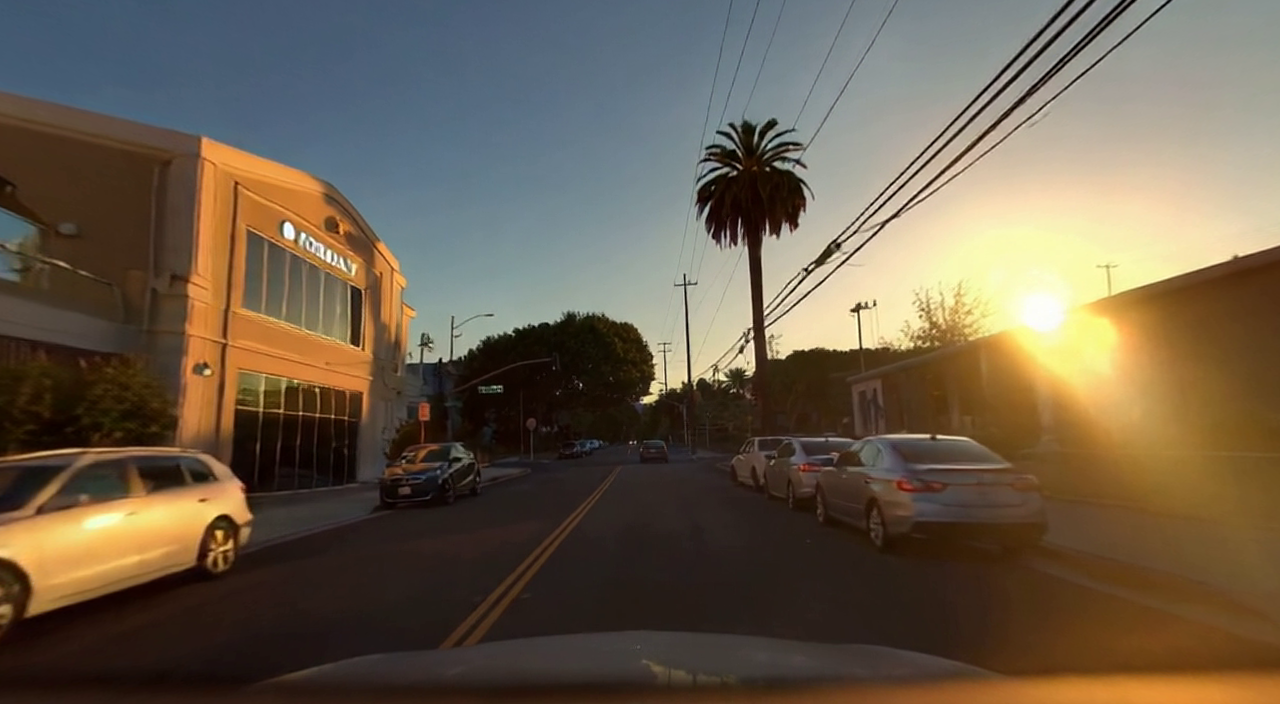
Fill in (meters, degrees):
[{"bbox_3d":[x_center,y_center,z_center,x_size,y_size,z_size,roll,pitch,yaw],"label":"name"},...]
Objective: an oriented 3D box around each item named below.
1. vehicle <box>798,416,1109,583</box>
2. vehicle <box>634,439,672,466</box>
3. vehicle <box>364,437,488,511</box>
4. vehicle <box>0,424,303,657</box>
[{"bbox_3d":[3.690,1.807,8.687,1.948,1.607,4.873,-1,-8,3],"label":"vehicle"},{"bbox_3d":[0.733,6.021,37.901,2.125,1.524,4.404,0,-8,0],"label":"vehicle"},{"bbox_3d":[-6.074,3.495,18.632,2.126,1.864,4.831,0,-8,-2],"label":"vehicle"},{"bbox_3d":[-6.209,1.803,6.913,2.007,1.876,5.361,0,-8,1],"label":"vehicle"}]
